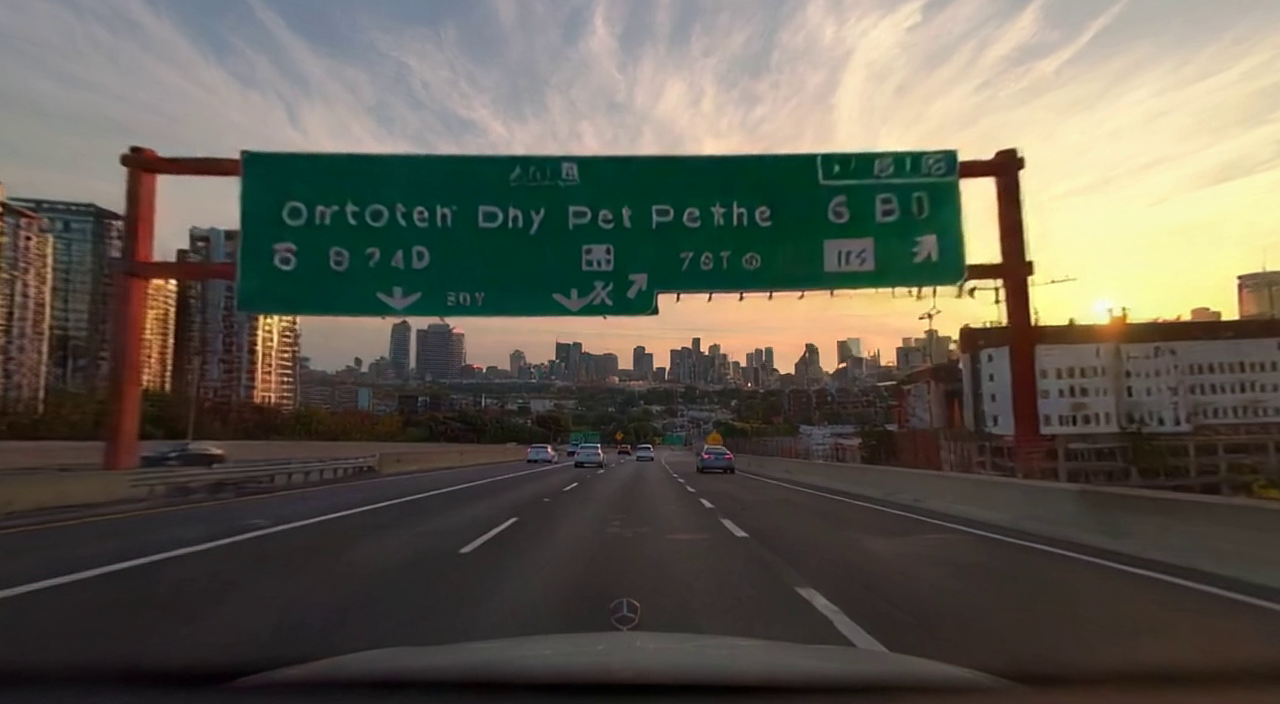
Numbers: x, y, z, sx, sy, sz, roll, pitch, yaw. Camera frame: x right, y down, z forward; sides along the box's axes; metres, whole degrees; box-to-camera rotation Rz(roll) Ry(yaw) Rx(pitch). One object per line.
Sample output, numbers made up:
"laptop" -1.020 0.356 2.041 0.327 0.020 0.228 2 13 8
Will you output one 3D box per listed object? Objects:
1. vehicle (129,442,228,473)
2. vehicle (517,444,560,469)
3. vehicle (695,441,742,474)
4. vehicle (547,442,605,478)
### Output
"vehicle" -26.863 6.124 37.021 1.961 1.662 4.896 -1 -9 3
"vehicle" -6.569 6.829 41.329 1.951 1.528 4.209 -1 -8 3
"vehicle" 3.985 5.413 32.671 1.978 1.602 4.092 0 -8 1
"vehicle" -2.860 4.961 29.213 2.136 1.512 4.488 -1 -8 1
